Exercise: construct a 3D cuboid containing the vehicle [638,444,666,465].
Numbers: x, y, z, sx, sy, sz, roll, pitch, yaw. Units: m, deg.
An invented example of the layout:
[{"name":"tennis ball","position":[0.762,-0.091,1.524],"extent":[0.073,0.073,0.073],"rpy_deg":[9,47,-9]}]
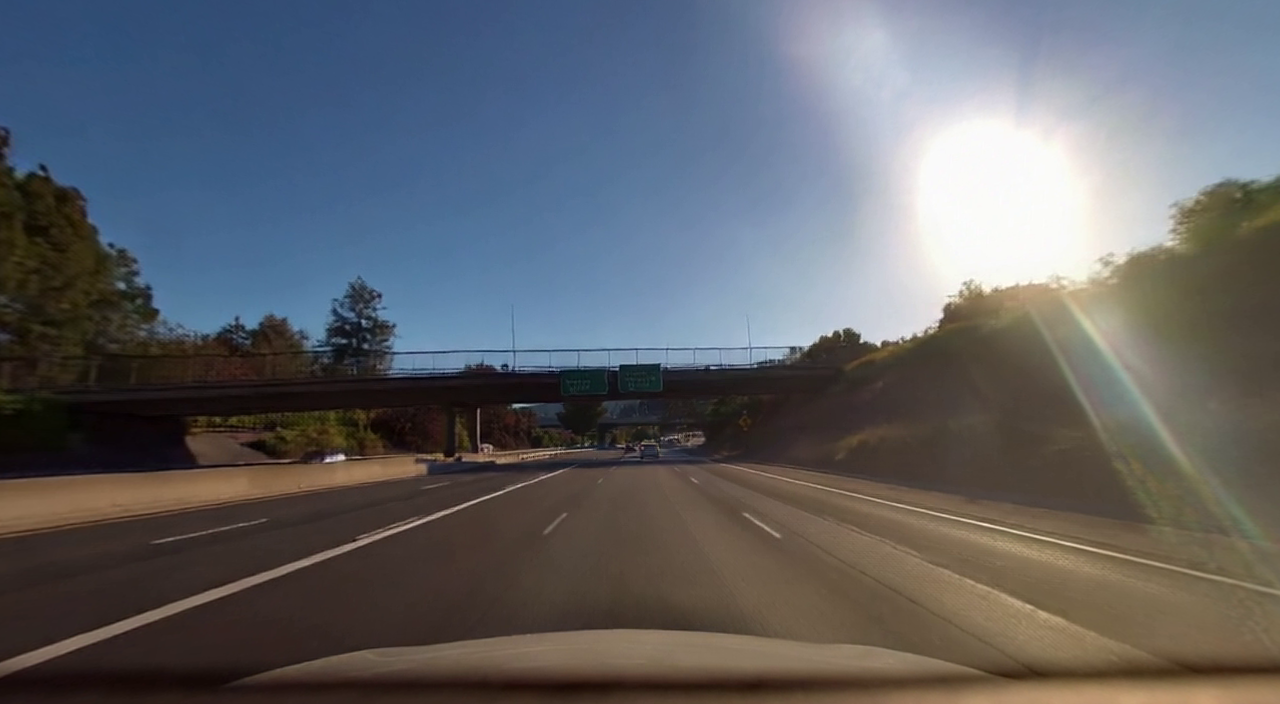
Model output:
[{"name":"vehicle","position":[0.872,7.578,46.941],"extent":[1.970,1.477,4.158],"rpy_deg":[0,-9,0]}]
